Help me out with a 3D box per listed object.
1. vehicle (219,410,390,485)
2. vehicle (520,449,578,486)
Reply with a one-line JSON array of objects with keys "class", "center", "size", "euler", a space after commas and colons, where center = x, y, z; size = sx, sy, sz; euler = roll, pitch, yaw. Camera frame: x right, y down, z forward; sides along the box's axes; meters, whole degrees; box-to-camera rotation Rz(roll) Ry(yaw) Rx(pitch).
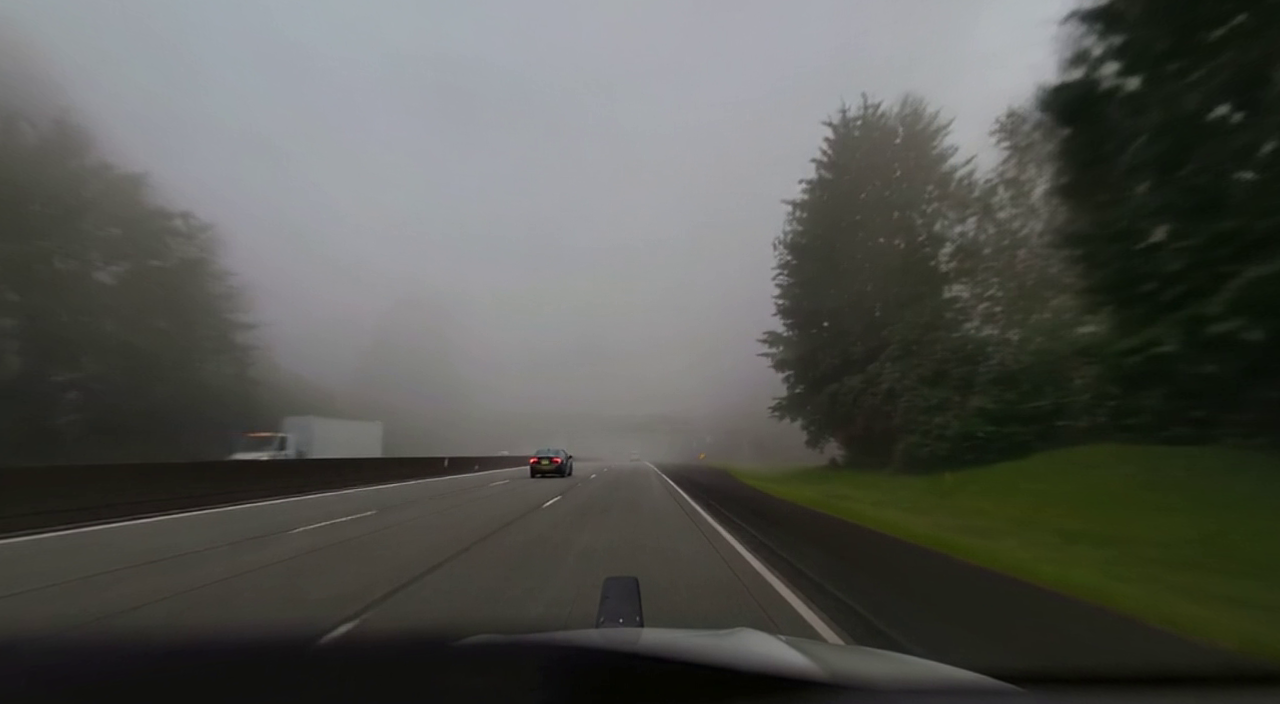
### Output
[{"class": "vehicle", "center": [-20.300, 6.107, 40.132], "size": [2.907, 3.842, 14.891], "euler": [0, -9, -1]}, {"class": "vehicle", "center": [-4.013, 5.175, 28.551], "size": [1.992, 1.504, 4.117], "euler": [0, -9, 1]}]
